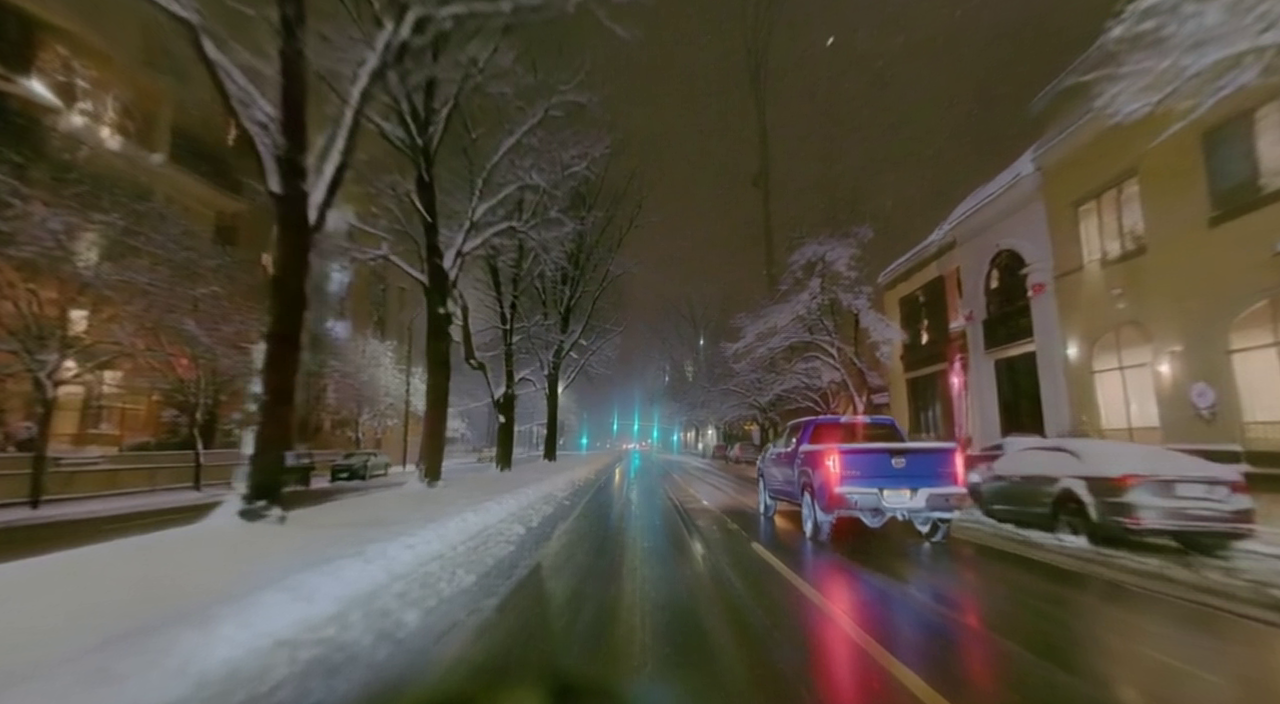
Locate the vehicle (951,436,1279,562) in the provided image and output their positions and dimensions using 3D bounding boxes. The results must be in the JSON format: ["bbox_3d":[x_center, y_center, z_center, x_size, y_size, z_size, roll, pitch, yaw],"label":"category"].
[{"bbox_3d":[7.384,2.231,10.516,1.863,1.588,4.670,0,-8,-2],"label":"vehicle"}]

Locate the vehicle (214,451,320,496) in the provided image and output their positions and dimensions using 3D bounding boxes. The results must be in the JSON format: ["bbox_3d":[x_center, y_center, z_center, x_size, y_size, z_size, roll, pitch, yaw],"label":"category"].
[{"bbox_3d":[-16.012,5.192,27.359,1.919,1.616,4.723,-4,-8,-2],"label":"vehicle"}]

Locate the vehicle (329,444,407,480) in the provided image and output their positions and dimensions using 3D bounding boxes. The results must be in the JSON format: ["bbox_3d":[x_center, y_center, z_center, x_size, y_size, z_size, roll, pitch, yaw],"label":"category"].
[{"bbox_3d":[-15.607,6.335,36.476,2.097,1.852,5.090,-2,-9,2],"label":"vehicle"}]

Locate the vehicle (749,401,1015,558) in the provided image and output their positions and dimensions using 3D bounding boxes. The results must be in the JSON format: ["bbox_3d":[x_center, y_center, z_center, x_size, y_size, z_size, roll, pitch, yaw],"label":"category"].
[{"bbox_3d":[3.309,1.899,10.131,2.085,1.828,5.383,0,-9,-1],"label":"vehicle"}]
